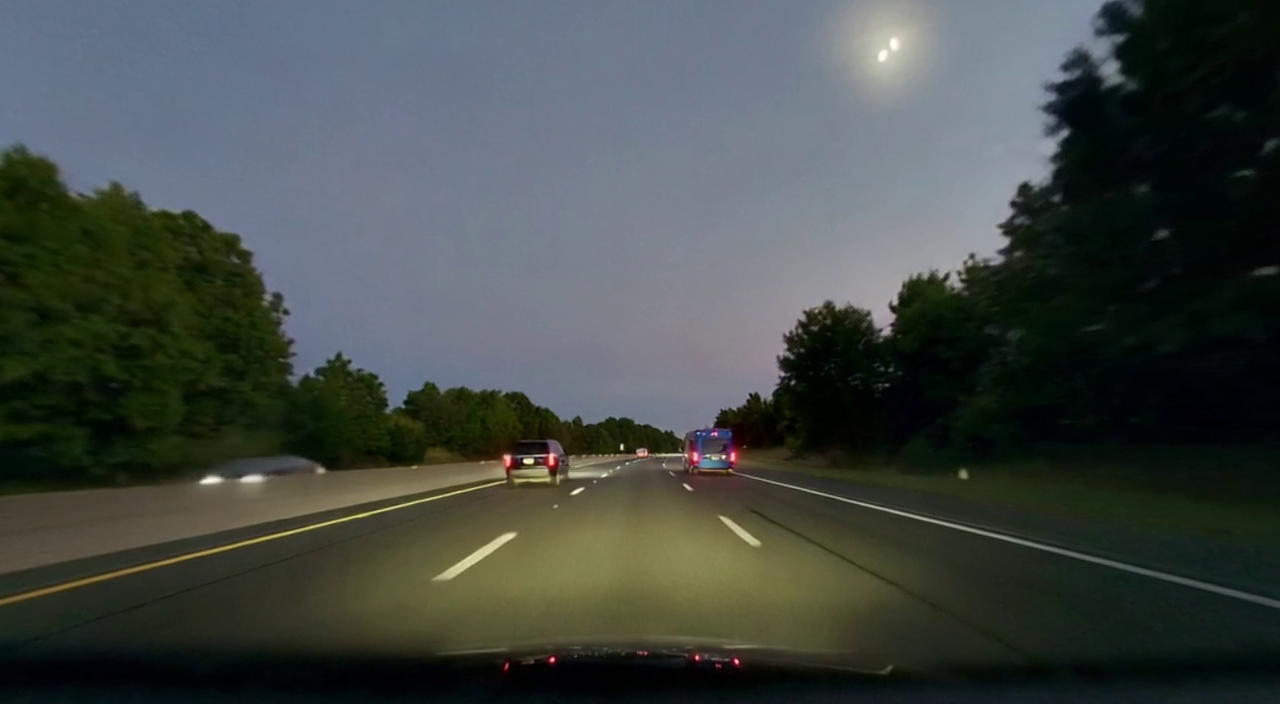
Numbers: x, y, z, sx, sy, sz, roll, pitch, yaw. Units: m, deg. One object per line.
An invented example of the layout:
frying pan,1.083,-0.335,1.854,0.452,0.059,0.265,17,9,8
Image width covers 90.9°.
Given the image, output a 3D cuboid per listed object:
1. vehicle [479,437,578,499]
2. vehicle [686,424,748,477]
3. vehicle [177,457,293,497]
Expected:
vehicle,-3.165,3.416,18.967,2.020,1.619,4.690,0,-9,1
vehicle,4.198,5.573,35.701,2.614,2.655,6.429,0,-9,0
vehicle,-16.723,5.140,26.312,1.996,1.451,4.298,0,-9,-1
